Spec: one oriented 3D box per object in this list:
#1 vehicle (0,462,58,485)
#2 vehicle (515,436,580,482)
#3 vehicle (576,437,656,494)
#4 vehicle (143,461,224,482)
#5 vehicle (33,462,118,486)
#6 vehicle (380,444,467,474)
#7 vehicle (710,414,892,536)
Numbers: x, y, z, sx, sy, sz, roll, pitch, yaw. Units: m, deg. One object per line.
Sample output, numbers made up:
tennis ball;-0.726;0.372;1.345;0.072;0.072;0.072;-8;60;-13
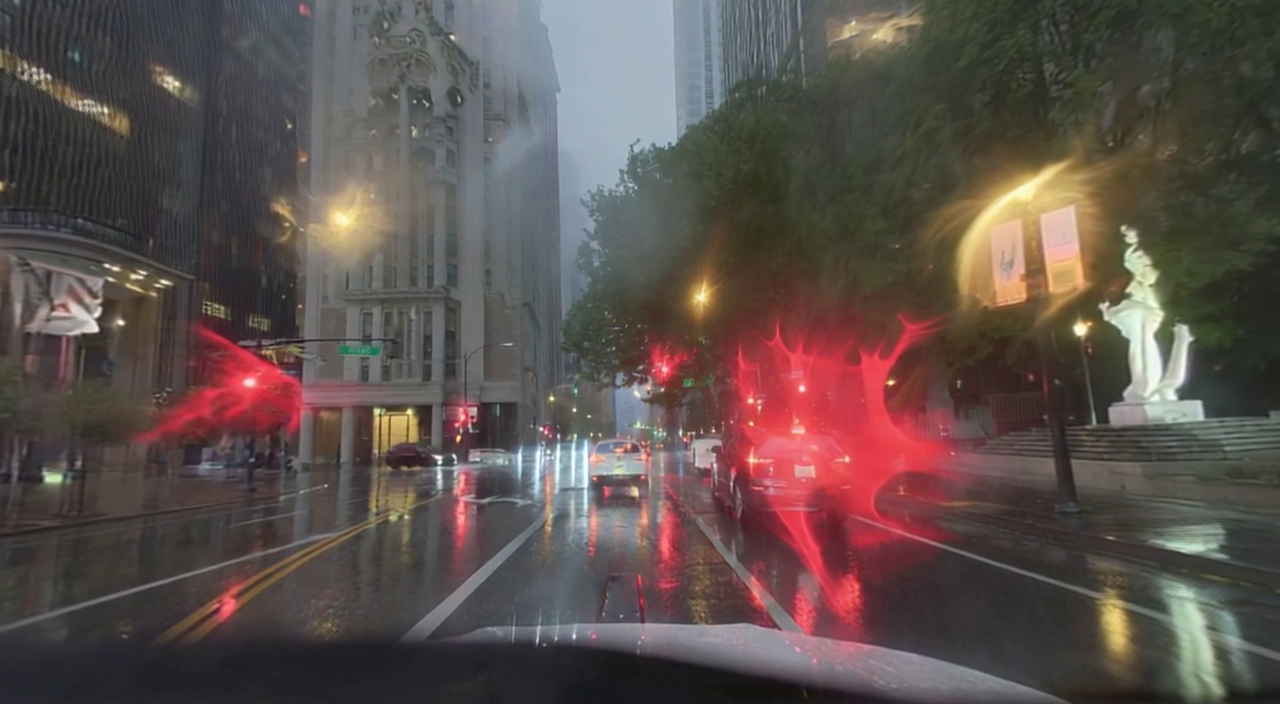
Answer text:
vehicle;-44.659;8.759;45.547;3.671;1.498;1.670;1;-9;3
vehicle;-3.592;4.249;25.395;2.045;1.633;4.864;0;-9;-2
vehicle;-0.639;3.305;18.734;2.096;1.492;4.071;0;-9;0
vehicle;-32.490;8.487;45.023;4.392;1.427;1.764;0;-9;0
vehicle;-40.239;8.682;45.083;4.224;1.622;1.808;0;-9;0
vehicle;-13.384;6.617;39.367;4.855;1.769;2.071;2;-9;-11
vehicle;2.620;2.150;11.595;2.096;1.775;4.440;0;-9;-1
